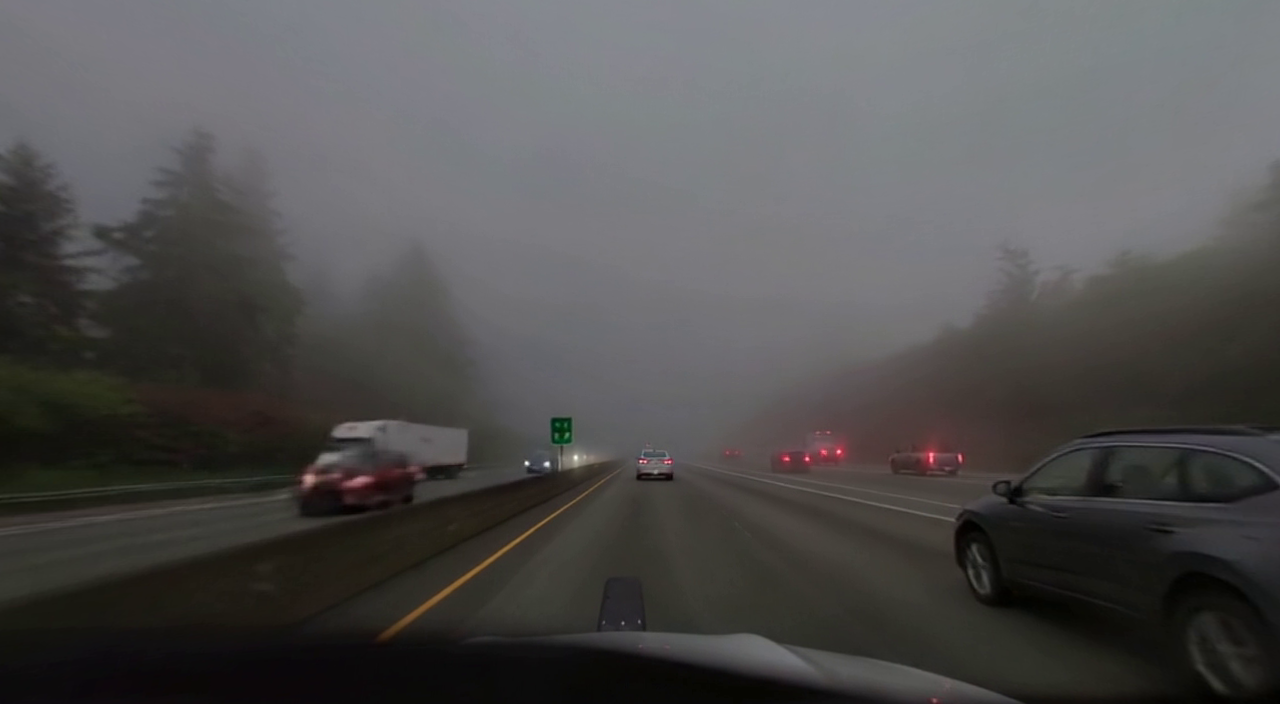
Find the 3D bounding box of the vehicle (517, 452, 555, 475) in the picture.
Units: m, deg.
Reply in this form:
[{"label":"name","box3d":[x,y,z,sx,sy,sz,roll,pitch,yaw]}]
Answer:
[{"label":"vehicle","box3d":[-7.404,7.947,45.126,1.911,1.497,4.500,0,-9,0]}]

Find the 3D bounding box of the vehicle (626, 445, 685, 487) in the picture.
[{"label":"vehicle","box3d":[0.578,4.556,25.476,2.177,1.520,4.278,0,-9,0]}]

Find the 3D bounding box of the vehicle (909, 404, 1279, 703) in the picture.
[{"label":"vehicle","box3d":[3.746,1.192,4.141,2.029,1.475,4.279,0,-9,0]}]

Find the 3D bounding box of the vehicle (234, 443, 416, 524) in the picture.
[{"label":"vehicle","box3d":[-6.965,2.924,14.544,1.992,1.575,4.183,0,-9,0]}]
